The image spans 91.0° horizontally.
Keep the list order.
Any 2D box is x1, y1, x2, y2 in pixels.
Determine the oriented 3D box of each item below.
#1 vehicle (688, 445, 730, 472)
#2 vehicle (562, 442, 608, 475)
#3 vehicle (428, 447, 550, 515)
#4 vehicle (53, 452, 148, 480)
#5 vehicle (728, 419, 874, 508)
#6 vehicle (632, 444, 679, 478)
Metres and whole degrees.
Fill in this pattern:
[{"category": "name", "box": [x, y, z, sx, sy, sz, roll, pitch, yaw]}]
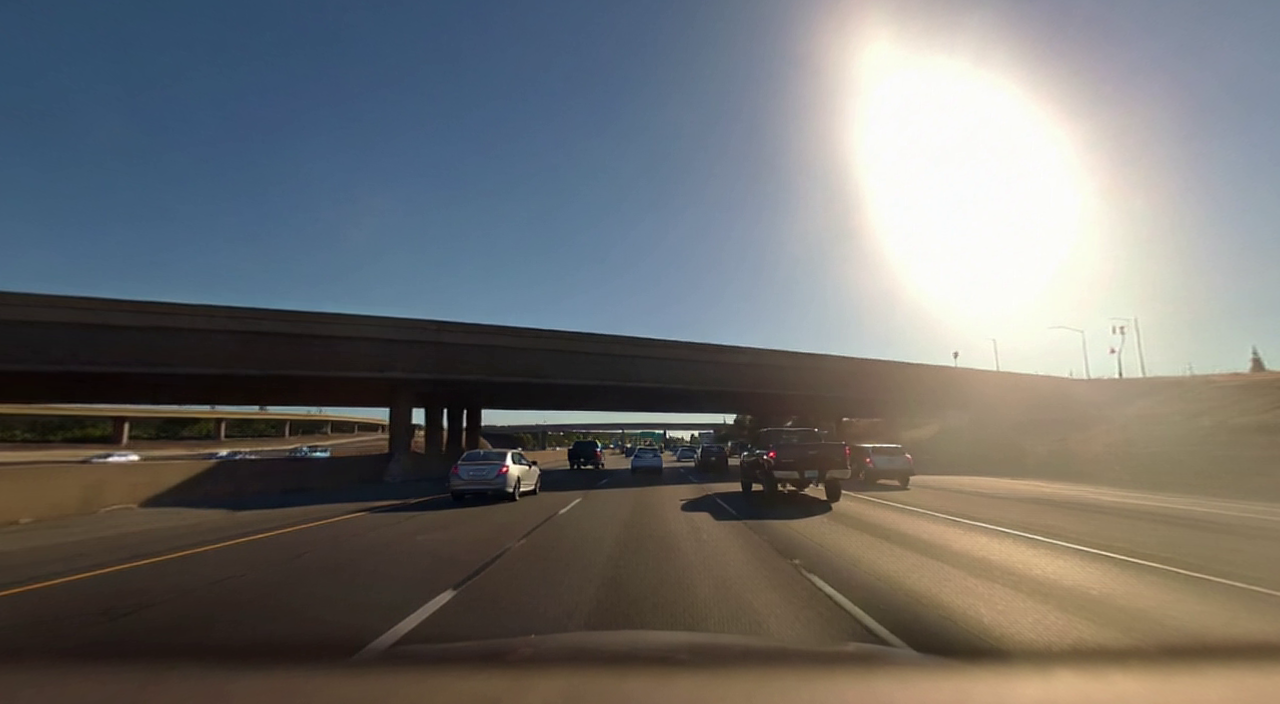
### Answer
[{"category": "vehicle", "box": [4.413, 6.875, 40.936, 2.145, 1.636, 4.437, 0, -9, -1]}, {"category": "vehicle", "box": [-3.144, 6.189, 36.844, 2.176, 1.783, 4.799, 0, -9, 1]}, {"category": "vehicle", "box": [-3.586, 3.120, 15.809, 1.947, 1.424, 4.264, 0, -9, 1]}, {"category": "vehicle", "box": [-34.139, 7.224, 40.069, 1.899, 1.593, 4.669, 0, -9, 0]}, {"category": "vehicle", "box": [3.933, 2.876, 16.682, 2.340, 1.925, 5.529, 0, -9, -1]}, {"category": "vehicle", "box": [0.727, 5.347, 31.171, 2.147, 1.572, 4.094, 0, -9, 0]}]
